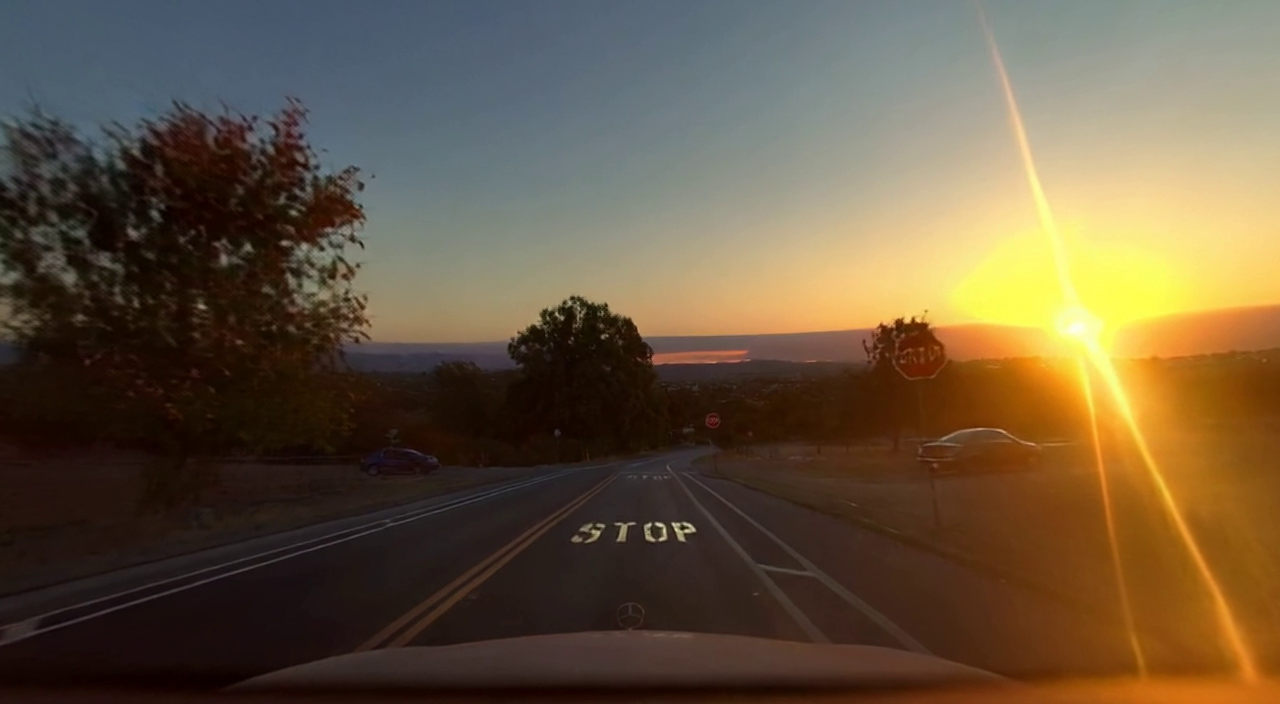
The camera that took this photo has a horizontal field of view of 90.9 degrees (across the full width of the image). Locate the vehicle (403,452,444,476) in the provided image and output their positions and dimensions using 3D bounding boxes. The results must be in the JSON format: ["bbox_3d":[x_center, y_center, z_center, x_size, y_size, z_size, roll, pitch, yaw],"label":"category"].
[{"bbox_3d":[-14.426,7.471,42.177,1.739,1.539,3.548,1,-9,-6],"label":"vehicle"}]

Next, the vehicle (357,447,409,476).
[{"bbox_3d":[-17.573,7.536,43.326,1.849,1.831,3.980,-1,-11,0],"label":"vehicle"}]
